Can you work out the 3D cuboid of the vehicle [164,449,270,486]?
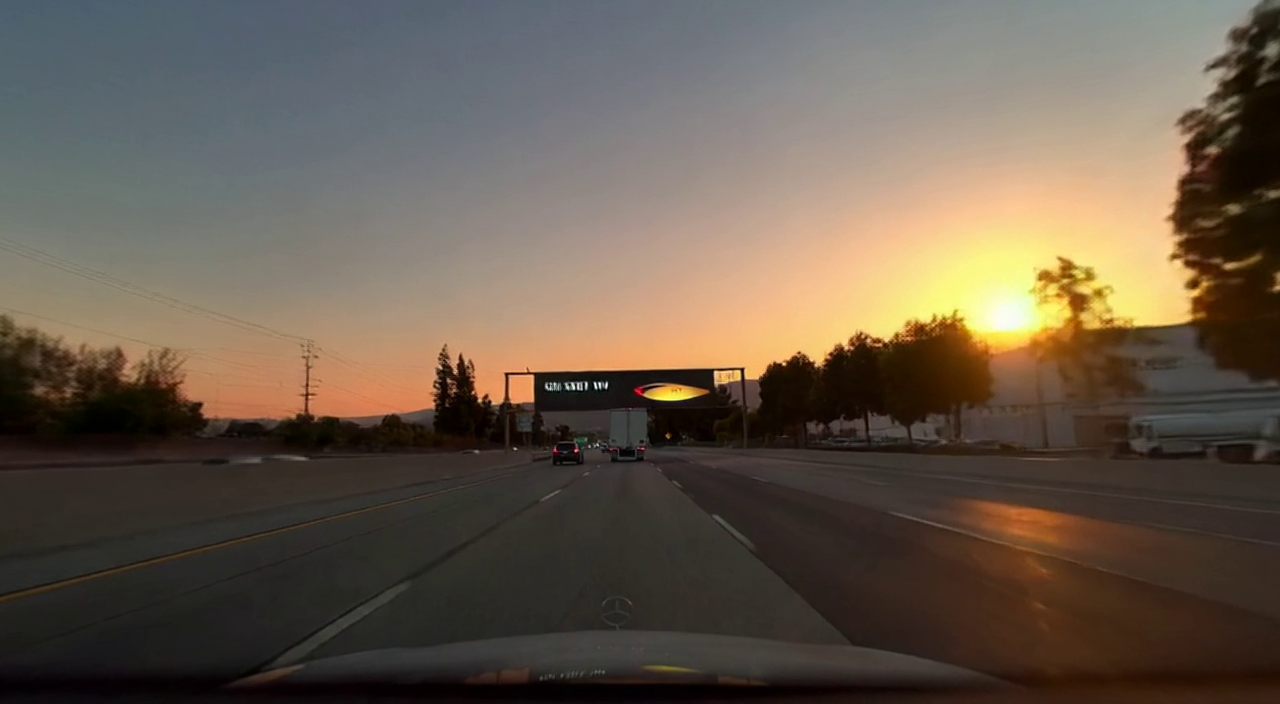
[{"bbox_3d":[-20.028,5.462,30.219,1.988,1.555,4.556,0,-8,-1],"label":"vehicle"}]

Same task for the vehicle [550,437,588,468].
[{"bbox_3d":[-4.728,6.803,42.829,2.095,1.930,4.680,0,-8,0],"label":"vehicle"}]

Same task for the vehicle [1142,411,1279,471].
[{"bbox_3d":[29.101,4.573,32.466,2.277,2.699,7.384,-3,-9,15],"label":"vehicle"}]
